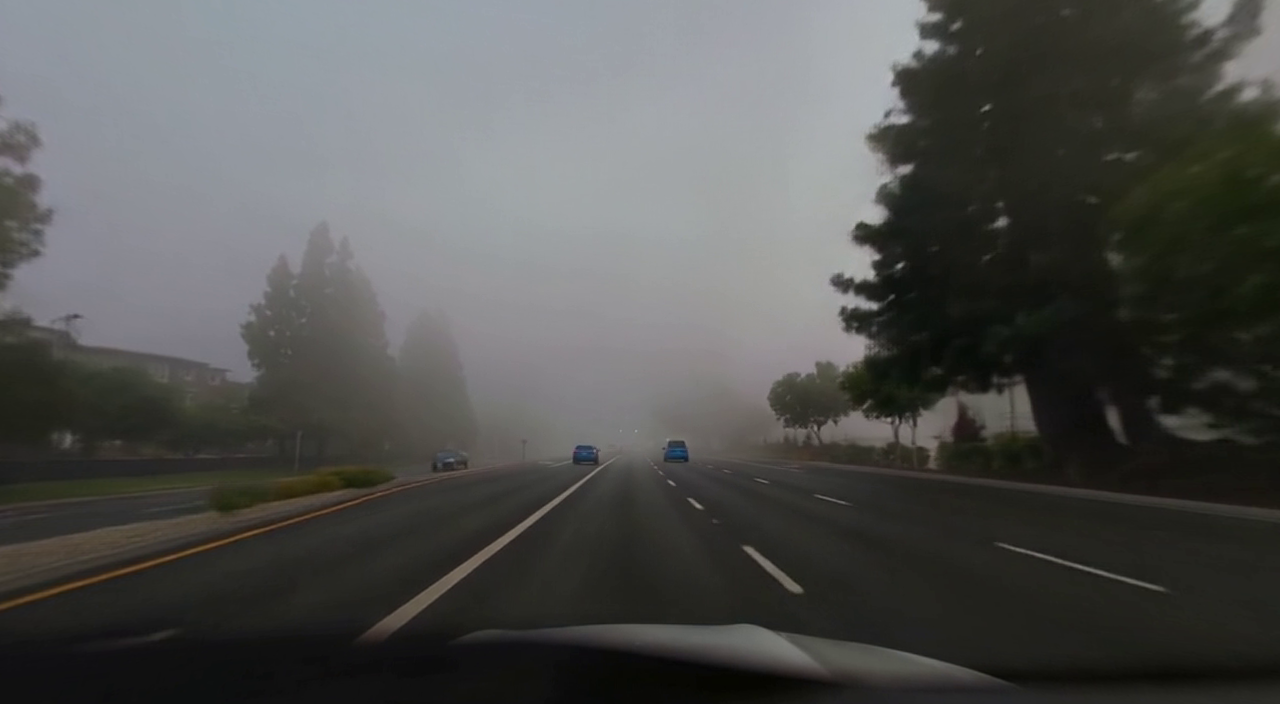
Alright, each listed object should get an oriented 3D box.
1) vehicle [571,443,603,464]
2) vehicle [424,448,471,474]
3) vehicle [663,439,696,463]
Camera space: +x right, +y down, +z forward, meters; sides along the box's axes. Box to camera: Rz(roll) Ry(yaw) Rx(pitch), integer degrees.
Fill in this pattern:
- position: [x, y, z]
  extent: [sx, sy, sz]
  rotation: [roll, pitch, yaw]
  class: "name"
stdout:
- position: [-4.001, 7.738, 48.316]
  extent: [2.112, 1.471, 4.212]
  rotation: [0, -8, 0]
  class: "vehicle"
- position: [-12.662, 7.144, 41.725]
  extent: [1.853, 1.595, 3.960]
  rotation: [0, -8, 0]
  class: "vehicle"
- position: [2.872, 7.351, 47.146]
  extent: [2.072, 1.696, 4.177]
  rotation: [0, -8, -2]
  class: "vehicle"
